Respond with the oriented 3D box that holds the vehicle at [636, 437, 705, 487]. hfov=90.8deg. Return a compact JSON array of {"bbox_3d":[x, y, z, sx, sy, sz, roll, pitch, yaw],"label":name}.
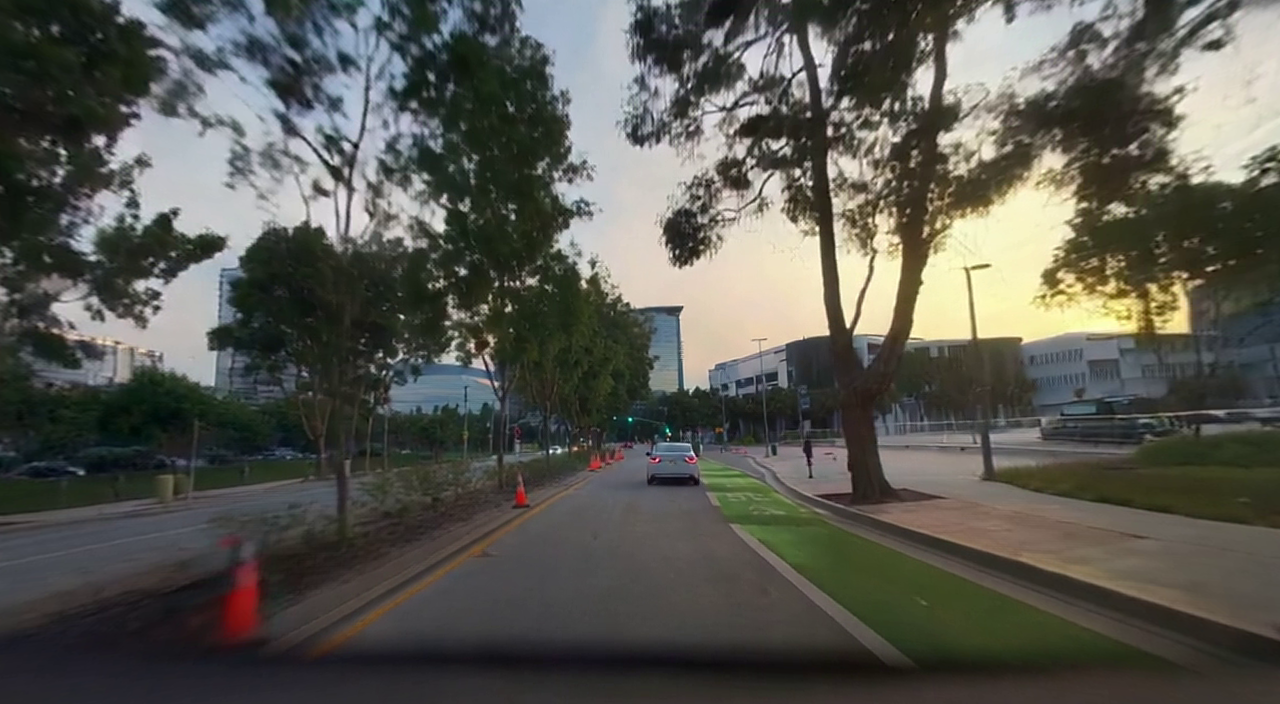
[{"bbox_3d":[1.021,3.719,21.698,2.114,1.493,4.430,0,-8,2],"label":"vehicle"}]
